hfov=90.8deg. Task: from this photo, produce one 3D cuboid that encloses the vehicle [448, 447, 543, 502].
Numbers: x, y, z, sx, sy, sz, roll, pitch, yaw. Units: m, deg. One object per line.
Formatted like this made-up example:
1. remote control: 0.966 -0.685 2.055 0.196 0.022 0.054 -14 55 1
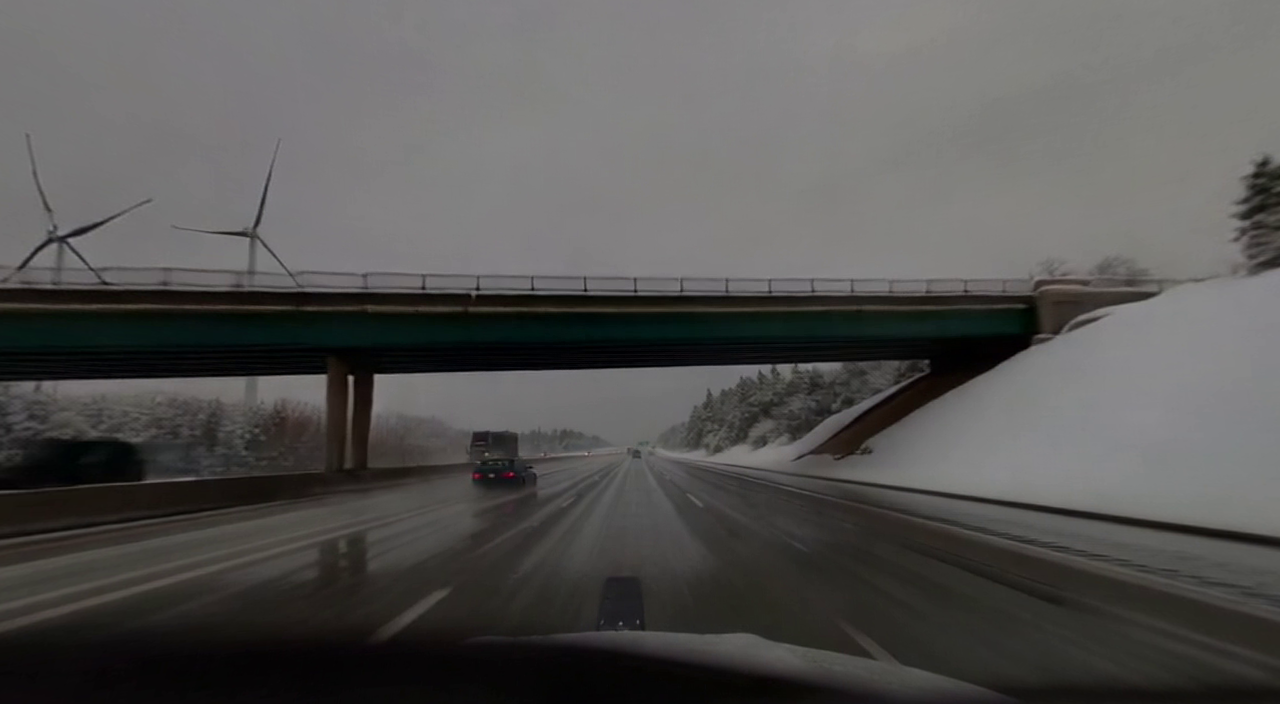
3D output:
1. vehicle: -4.268 3.670 19.337 1.921 1.481 4.120 0 -9 0
